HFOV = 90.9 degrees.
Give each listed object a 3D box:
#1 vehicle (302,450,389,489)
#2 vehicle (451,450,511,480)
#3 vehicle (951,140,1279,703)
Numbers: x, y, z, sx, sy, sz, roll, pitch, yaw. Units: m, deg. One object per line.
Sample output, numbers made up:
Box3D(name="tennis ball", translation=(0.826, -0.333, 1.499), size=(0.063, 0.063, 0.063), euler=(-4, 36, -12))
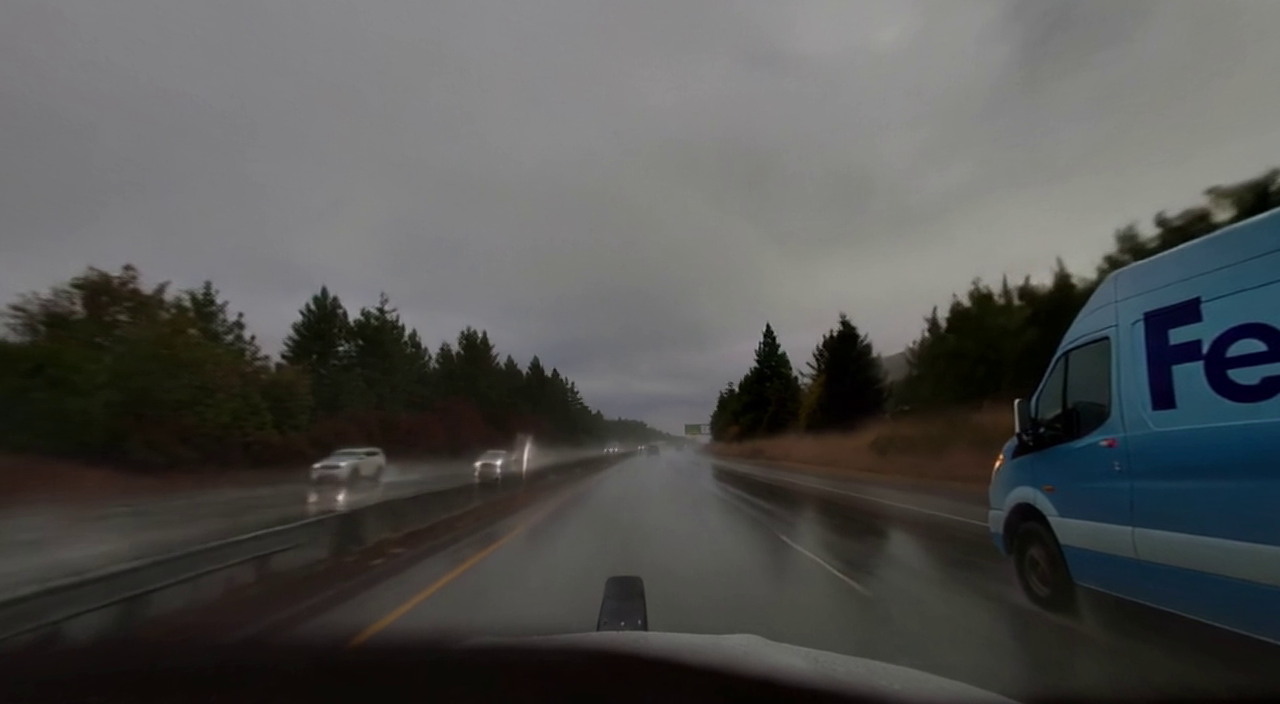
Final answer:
Box3D(name="vehicle", translation=(-12.526, 4.986, 27.071), size=(1.839, 1.475, 3.821), euler=(-1, -9, 1))
Box3D(name="vehicle", translation=(-8.533, 6.081, 34.204), size=(2.050, 1.462, 4.387), euler=(0, -9, 1))
Box3D(name="vehicle", translation=(3.925, 0.333, 2.141), size=(2.522, 2.556, 6.180), euler=(0, -9, 0))
